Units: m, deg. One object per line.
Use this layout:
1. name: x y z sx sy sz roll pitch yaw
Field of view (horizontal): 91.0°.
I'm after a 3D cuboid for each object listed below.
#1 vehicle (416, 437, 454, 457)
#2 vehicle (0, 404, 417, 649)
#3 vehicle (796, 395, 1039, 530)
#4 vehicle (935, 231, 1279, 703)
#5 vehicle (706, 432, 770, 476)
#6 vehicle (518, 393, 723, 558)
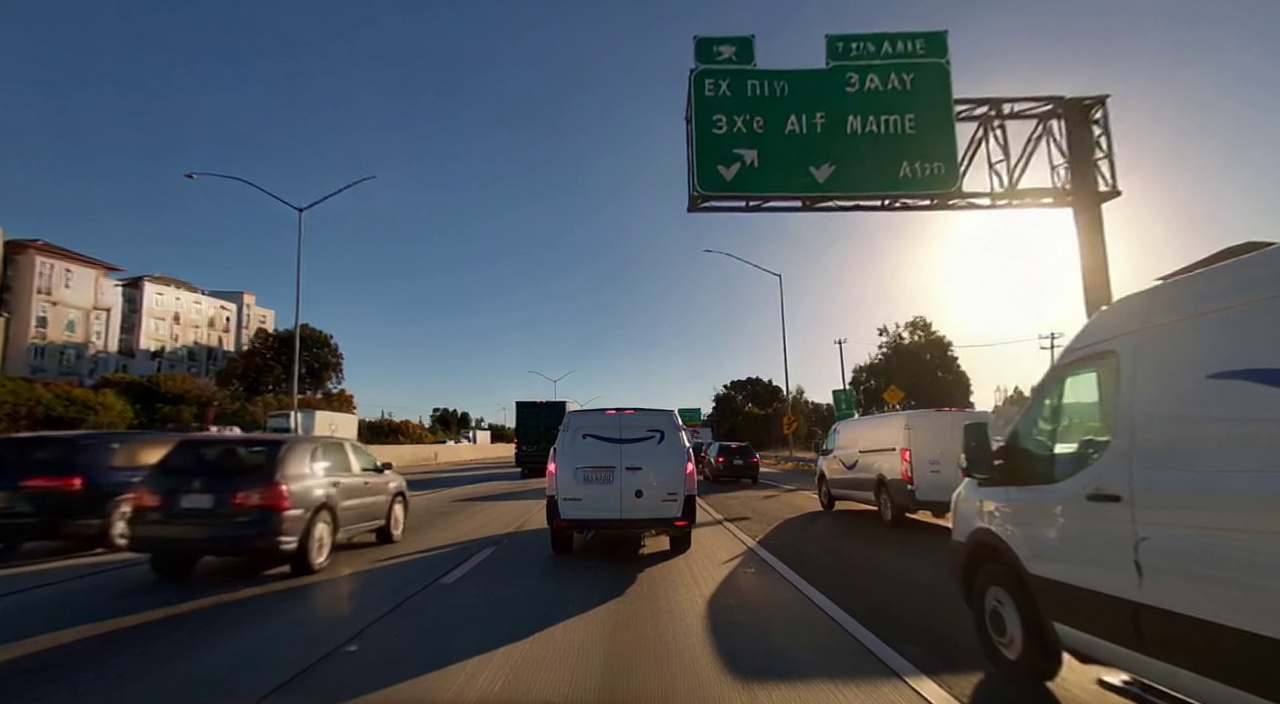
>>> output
1. vehicle: -15.612 7.253 48.126 1.578 1.432 3.491 0 -8 1
2. vehicle: -4.021 1.406 6.165 1.983 1.496 4.371 0 -8 1
3. vehicle: 4.834 2.052 12.177 2.179 1.999 5.331 1 -9 -1
4. vehicle: 2.981 0.530 1.173 2.341 1.890 5.144 0 -9 0
5. vehicle: 4.087 4.343 26.964 2.064 1.720 4.416 0 -8 0
6. vehicle: -0.210 1.702 9.309 2.287 1.823 4.369 0 -8 0
